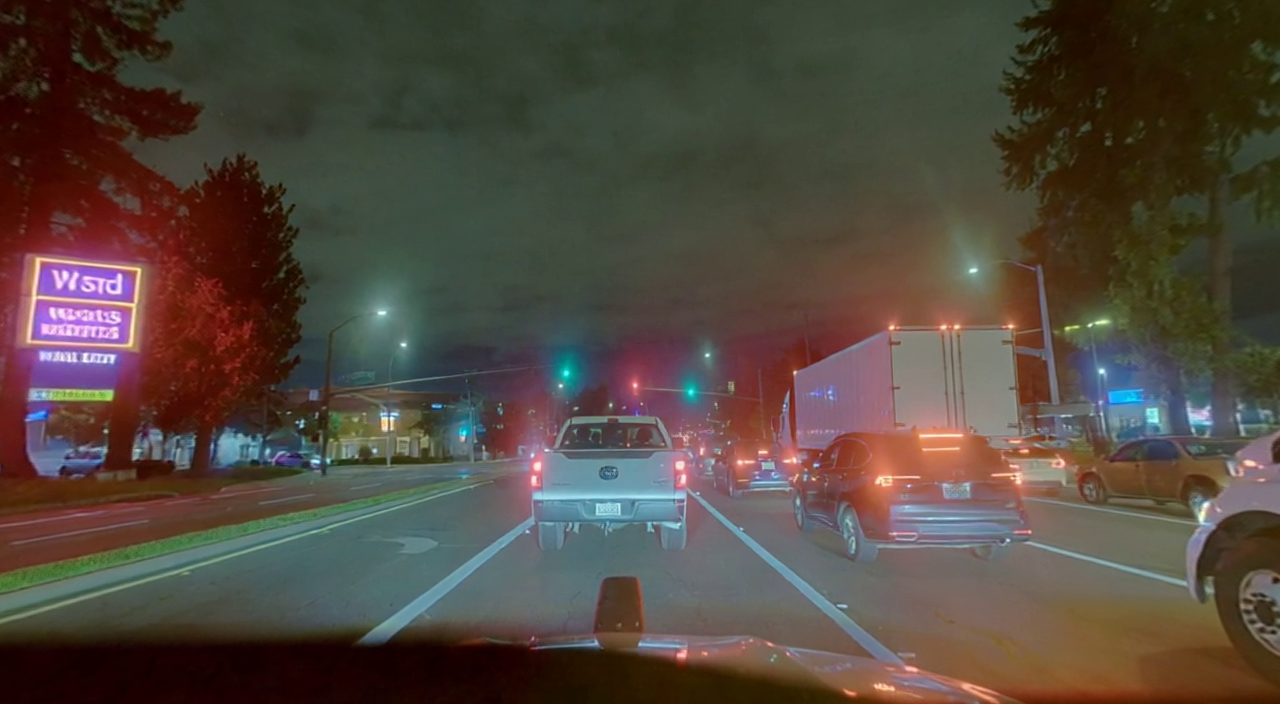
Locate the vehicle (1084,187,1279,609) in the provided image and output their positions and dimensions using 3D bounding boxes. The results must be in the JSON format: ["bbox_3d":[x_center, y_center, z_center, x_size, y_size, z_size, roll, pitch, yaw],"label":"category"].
[{"bbox_3d":[6.519,0.103,3.311,2.802,3.322,7.429,0,-9,-1],"label":"vehicle"}]

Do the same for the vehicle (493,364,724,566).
[{"bbox_3d":[-0.362,1.606,9.514,2.499,2.183,5.111,0,-9,-1],"label":"vehicle"}]

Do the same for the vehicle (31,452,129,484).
[{"bbox_3d":[-28.548,5.893,32.383,1.730,1.534,3.922,1,-9,-8],"label":"vehicle"}]

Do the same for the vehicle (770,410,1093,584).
[{"bbox_3d":[3.221,1.725,8.418,1.905,1.587,4.998,0,-9,0],"label":"vehicle"}]

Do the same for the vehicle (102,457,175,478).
[{"bbox_3d":[-38.166,8.781,48.123,4.150,1.474,1.826,-1,-9,6],"label":"vehicle"}]
